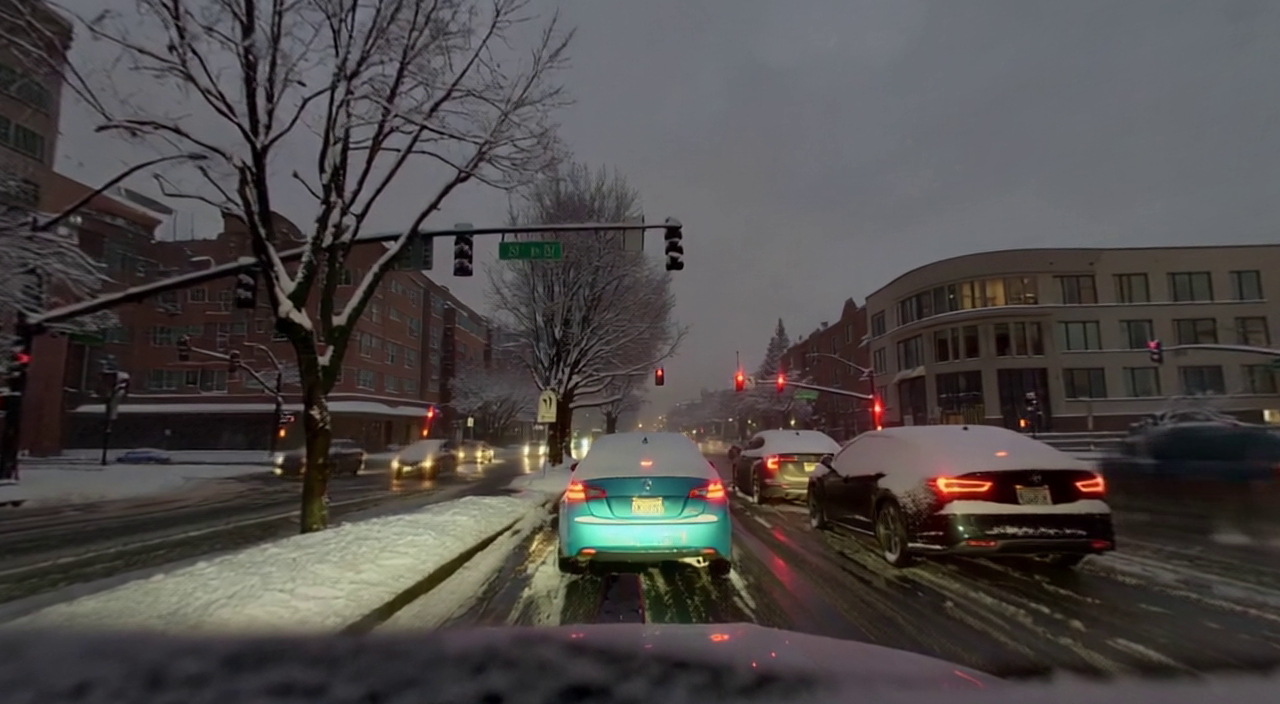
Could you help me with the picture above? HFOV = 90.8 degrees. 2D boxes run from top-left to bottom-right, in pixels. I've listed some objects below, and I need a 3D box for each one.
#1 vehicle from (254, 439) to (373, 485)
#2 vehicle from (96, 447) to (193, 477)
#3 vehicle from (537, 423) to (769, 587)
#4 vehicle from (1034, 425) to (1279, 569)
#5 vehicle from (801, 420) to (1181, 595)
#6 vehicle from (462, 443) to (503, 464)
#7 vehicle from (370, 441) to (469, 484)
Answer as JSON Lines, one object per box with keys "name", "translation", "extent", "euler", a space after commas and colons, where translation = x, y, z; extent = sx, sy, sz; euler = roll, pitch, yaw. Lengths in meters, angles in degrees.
{"name": "vehicle", "translation": [-12.678, 4.289, 24.967], "extent": [2.166, 1.659, 4.654], "euler": [0, -9, 1]}
{"name": "vehicle", "translation": [-26.685, 5.908, 34.106], "extent": [3.657, 1.528, 1.783], "euler": [1, -9, -4]}
{"name": "vehicle", "translation": [0.098, 1.688, 7.781], "extent": [2.087, 1.468, 4.014], "euler": [0, -9, -1]}
{"name": "vehicle", "translation": [7.972, 1.856, 8.706], "extent": [1.999, 1.562, 4.675], "euler": [0, -9, -1]}
{"name": "vehicle", "translation": [3.623, 1.686, 7.783], "extent": [2.018, 1.491, 4.544], "euler": [0, -9, -1]}
{"name": "vehicle", "translation": [-11.699, 7.558, 47.240], "extent": [1.922, 1.466, 4.422], "euler": [0, -9, 0]}
{"name": "vehicle", "translation": [-8.308, 4.187, 24.294], "extent": [2.090, 1.475, 4.616], "euler": [0, -9, 1]}
